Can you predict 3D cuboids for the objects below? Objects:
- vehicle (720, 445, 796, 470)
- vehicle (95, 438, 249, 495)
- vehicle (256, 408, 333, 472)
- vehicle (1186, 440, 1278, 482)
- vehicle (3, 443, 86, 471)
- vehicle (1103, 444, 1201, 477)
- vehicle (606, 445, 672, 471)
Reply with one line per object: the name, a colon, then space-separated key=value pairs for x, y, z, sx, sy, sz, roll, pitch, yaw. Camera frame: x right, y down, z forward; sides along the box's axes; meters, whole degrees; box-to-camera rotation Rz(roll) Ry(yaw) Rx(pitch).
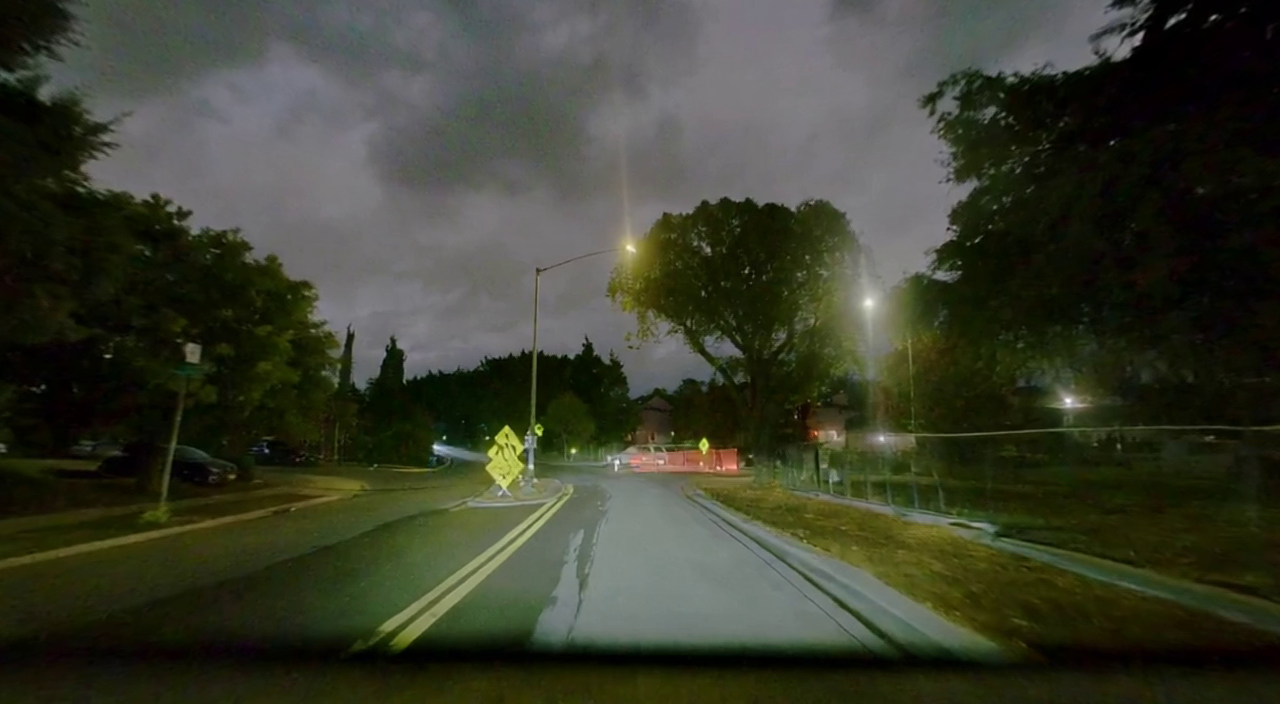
vehicle: x=7.519 y=6.732 z=40.335 sx=4.378 sy=1.543 sz=2.080 roll=0 pitch=-9 yaw=-2
vehicle: x=-14.566 y=3.596 z=19.980 sx=1.871 sy=1.568 sz=4.420 roll=0 pitch=-10 yaw=-7
vehicle: x=-21.102 y=5.362 z=38.827 sx=2.438 sy=3.594 sz=5.582 roll=3 pitch=-7 yaw=-12
vehicle: x=27.626 y=5.051 z=29.574 sx=1.869 sy=1.662 sz=4.437 roll=2 pitch=-7 yaw=26
vehicle: x=-33.152 y=5.870 z=35.223 sx=1.705 sy=1.465 sz=3.560 roll=2 pitch=-9 yaw=-13
vehicle: x=24.876 y=5.276 z=30.833 sx=1.888 sy=1.485 sz=4.798 roll=-3 pitch=-9 yaw=16
vehicle: x=-0.092 y=6.640 z=39.449 sx=3.772 sy=1.531 sz=1.949 roll=2 pitch=-9 yaw=-11
